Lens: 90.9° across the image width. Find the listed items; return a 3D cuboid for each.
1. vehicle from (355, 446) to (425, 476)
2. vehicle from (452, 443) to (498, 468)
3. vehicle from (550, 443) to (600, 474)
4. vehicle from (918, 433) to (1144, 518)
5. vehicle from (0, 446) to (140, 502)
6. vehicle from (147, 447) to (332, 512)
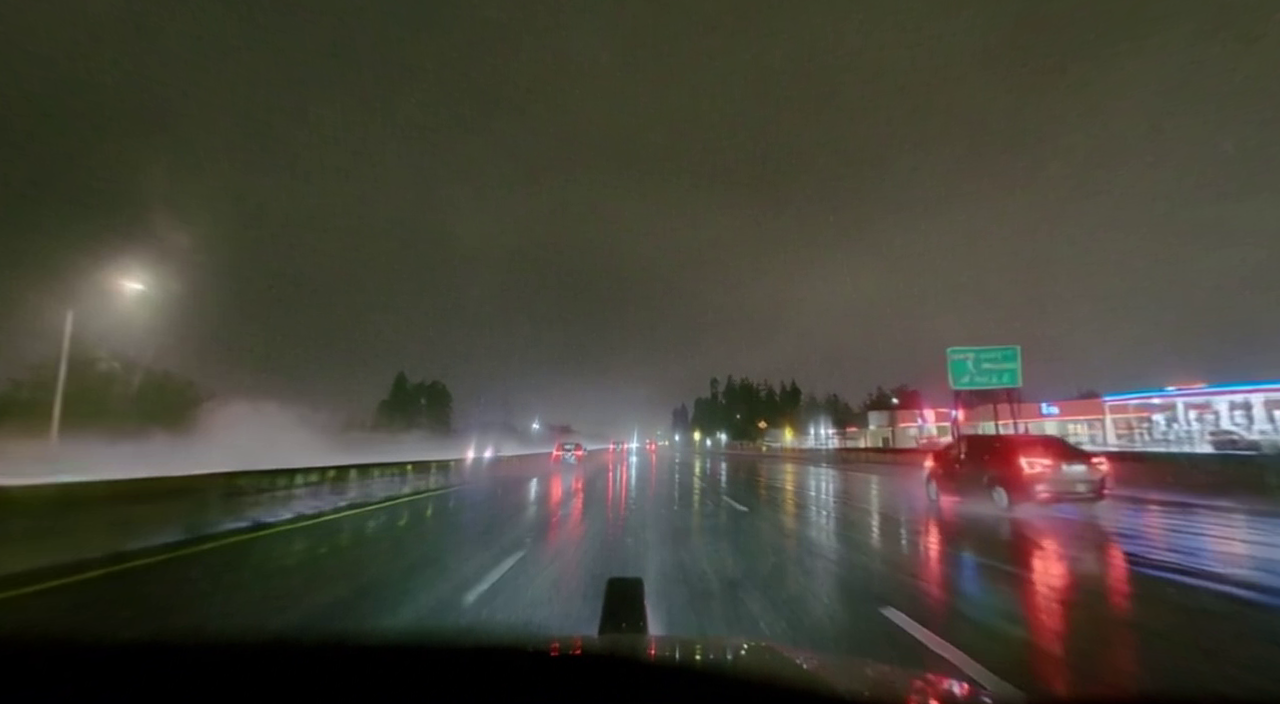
[{"bbox_3d":[-14.409,6.274,36.692,2.211,1.607,4.458,-1,-9,1],"label":"vehicle"},{"bbox_3d":[-11.174,7.050,43.050,1.898,1.610,4.423,-1,-9,1],"label":"vehicle"},{"bbox_3d":[-3.324,5.538,32.968,2.114,1.510,4.186,-1,-9,1],"label":"vehicle"},{"bbox_3d":[7.981,2.557,13.620,1.909,1.467,4.940,-1,-9,3],"label":"vehicle"},{"bbox_3d":[-21.776,4.496,23.686,2.037,1.852,4.731,0,-9,0],"label":"vehicle"},{"bbox_3d":[-10.364,3.298,16.836,2.045,1.466,4.316,-1,-9,1],"label":"vehicle"}]
